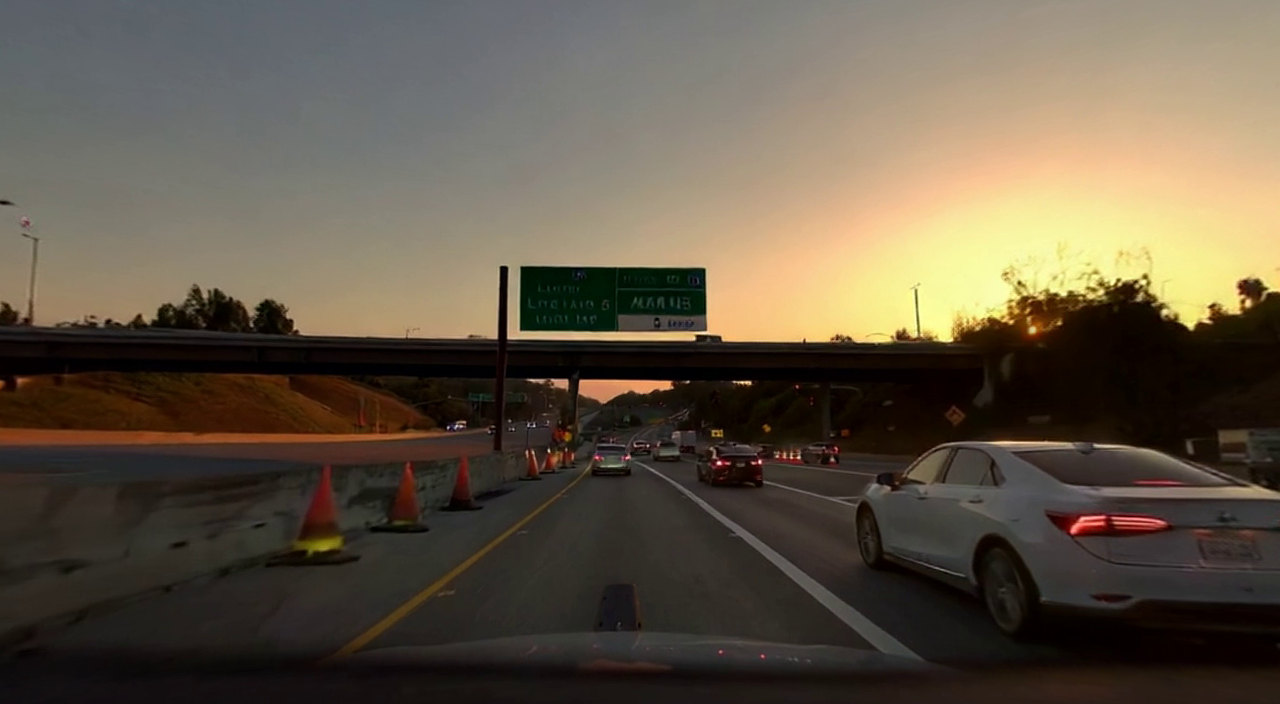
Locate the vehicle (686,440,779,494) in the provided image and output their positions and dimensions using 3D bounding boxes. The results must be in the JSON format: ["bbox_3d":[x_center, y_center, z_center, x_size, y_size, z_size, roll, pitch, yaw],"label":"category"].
[{"bbox_3d":[2.696,3.481,19.560,2.042,1.460,4.451,0,-9,-2],"label":"vehicle"}]

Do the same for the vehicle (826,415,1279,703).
[{"bbox_3d":[3.121,1.326,4.884,1.996,1.455,4.281,0,-9,-1],"label":"vehicle"}]

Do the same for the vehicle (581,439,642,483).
[{"bbox_3d":[-0.997,4.000,23.447,2.069,1.470,4.004,0,-8,-1],"label":"vehicle"}]
